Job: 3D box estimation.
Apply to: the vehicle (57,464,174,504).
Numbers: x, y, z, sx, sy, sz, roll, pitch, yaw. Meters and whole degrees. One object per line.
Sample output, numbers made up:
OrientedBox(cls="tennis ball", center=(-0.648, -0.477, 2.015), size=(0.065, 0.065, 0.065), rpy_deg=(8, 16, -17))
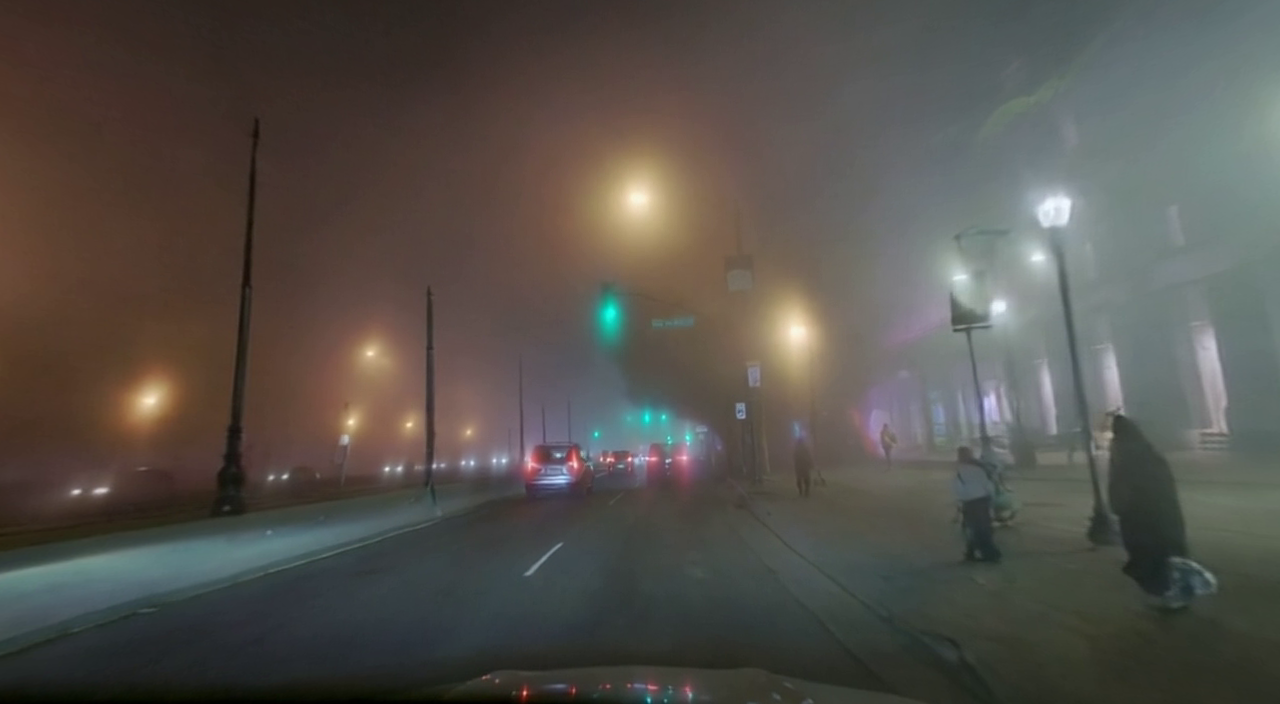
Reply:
OrientedBox(cls="vehicle", center=(-28.172, 7.066, 34.115), size=(2.045, 1.799, 4.945), rpy_deg=(-1, -8, 0))

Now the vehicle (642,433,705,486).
OrientedBox(cls="vehicle", center=(1.215, 3.976, 23.647), size=(2.120, 1.758, 3.917), rpy_deg=(-1, -8, 2))

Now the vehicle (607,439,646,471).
OrientedBox(cls="vehicle", center=(-0.788, 6.492, 39.899), size=(2.220, 1.847, 4.587), rpy_deg=(-1, -8, 2))

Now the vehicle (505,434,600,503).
OrientedBox(cls="vehicle", center=(-2.374, 3.241, 18.057), size=(1.940, 1.722, 3.823), rpy_deg=(-1, -8, 4))

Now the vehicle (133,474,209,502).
OrientedBox(cls="vehicle", center=(-31.358, 9.096, 42.292), size=(1.768, 1.436, 4.515), rpy_deg=(1, -7, -2))
